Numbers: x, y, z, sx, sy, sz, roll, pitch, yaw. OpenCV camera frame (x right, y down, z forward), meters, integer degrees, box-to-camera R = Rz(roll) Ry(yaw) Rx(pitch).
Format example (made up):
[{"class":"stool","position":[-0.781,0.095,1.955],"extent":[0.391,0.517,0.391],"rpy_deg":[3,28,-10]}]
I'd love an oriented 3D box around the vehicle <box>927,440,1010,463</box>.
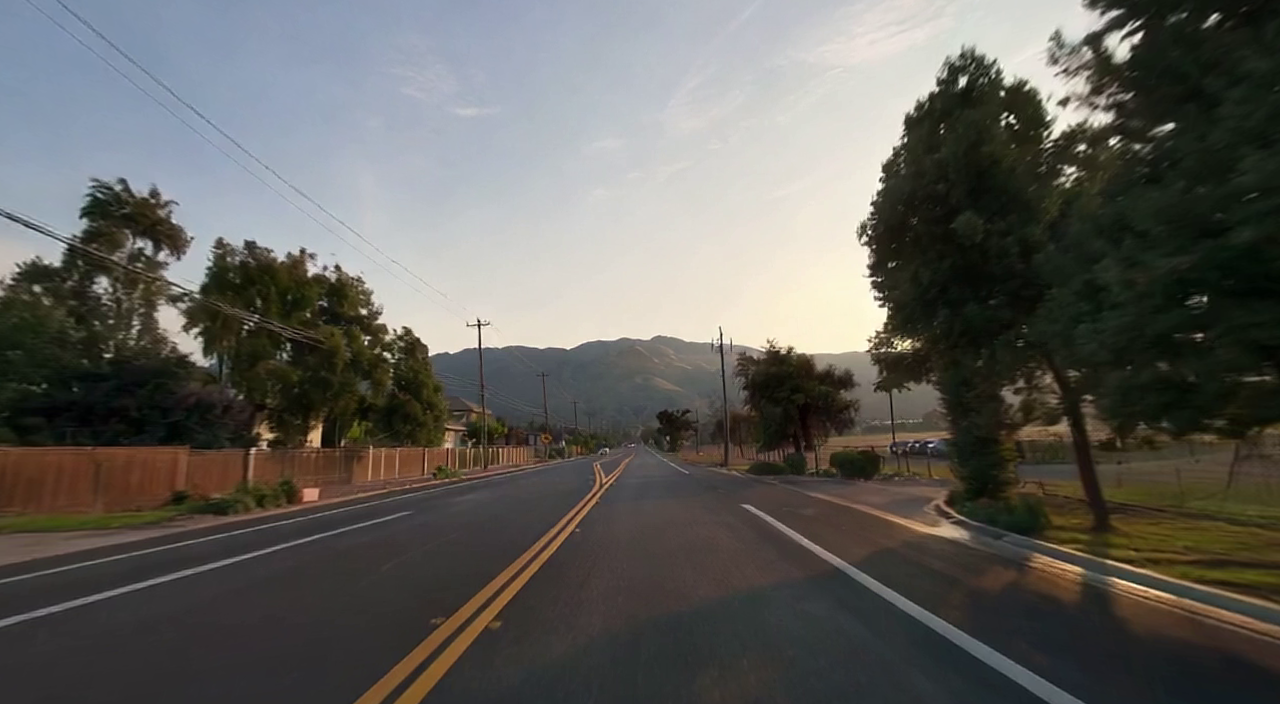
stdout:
[{"class":"vehicle","position":[22.277,6.765,42.711],"extent":[4.490,1.470,1.979],"rpy_deg":[0,-8,3]}]

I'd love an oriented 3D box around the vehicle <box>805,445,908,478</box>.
[{"class":"vehicle","position":[10.574,5.327,30.751],"extent":[4.540,1.505,2.021],"rpy_deg":[-3,-9,21]}]
